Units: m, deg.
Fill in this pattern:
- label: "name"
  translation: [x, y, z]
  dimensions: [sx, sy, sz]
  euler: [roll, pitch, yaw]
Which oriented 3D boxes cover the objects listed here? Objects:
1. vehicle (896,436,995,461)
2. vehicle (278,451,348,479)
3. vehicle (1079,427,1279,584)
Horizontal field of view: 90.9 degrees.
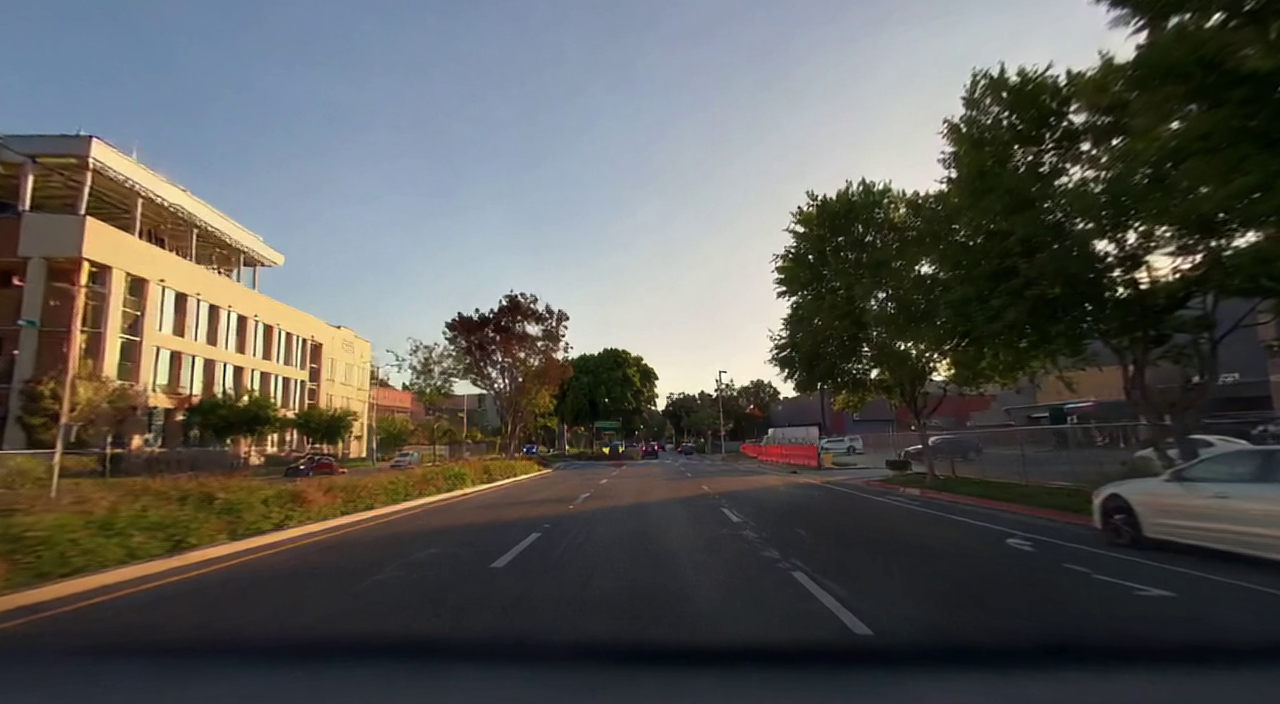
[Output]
- label: "vehicle"
  translation: [18.265, 5.782, 37.815]
  dimensions: [4.813, 1.464, 2.073]
  euler: [0, -8, -1]
- label: "vehicle"
  translation: [-22.315, 7.695, 43.247]
  dimensions: [2.067, 1.743, 5.056]
  euler: [0, -8, 0]
- label: "vehicle"
  translation: [7.110, 1.516, 6.367]
  dimensions: [1.984, 1.485, 4.629]
  euler: [0, -8, 0]
